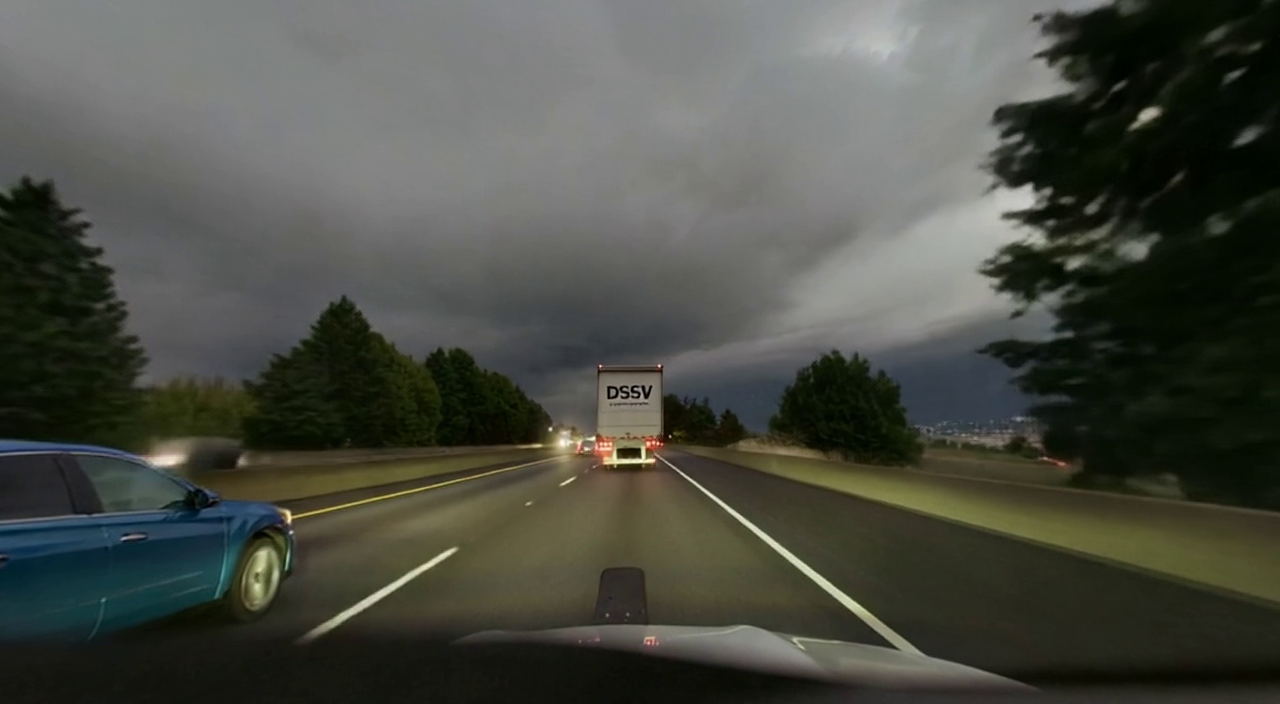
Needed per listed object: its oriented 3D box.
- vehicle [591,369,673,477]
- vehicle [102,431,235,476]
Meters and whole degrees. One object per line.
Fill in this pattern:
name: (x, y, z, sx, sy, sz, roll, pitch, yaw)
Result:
vehicle: (-0.392, 3.286, 28.190, 2.969, 3.957, 10.270, 0, -8, -1)
vehicle: (-17.049, 3.678, 23.055, 1.748, 1.494, 3.990, 0, -8, 0)
